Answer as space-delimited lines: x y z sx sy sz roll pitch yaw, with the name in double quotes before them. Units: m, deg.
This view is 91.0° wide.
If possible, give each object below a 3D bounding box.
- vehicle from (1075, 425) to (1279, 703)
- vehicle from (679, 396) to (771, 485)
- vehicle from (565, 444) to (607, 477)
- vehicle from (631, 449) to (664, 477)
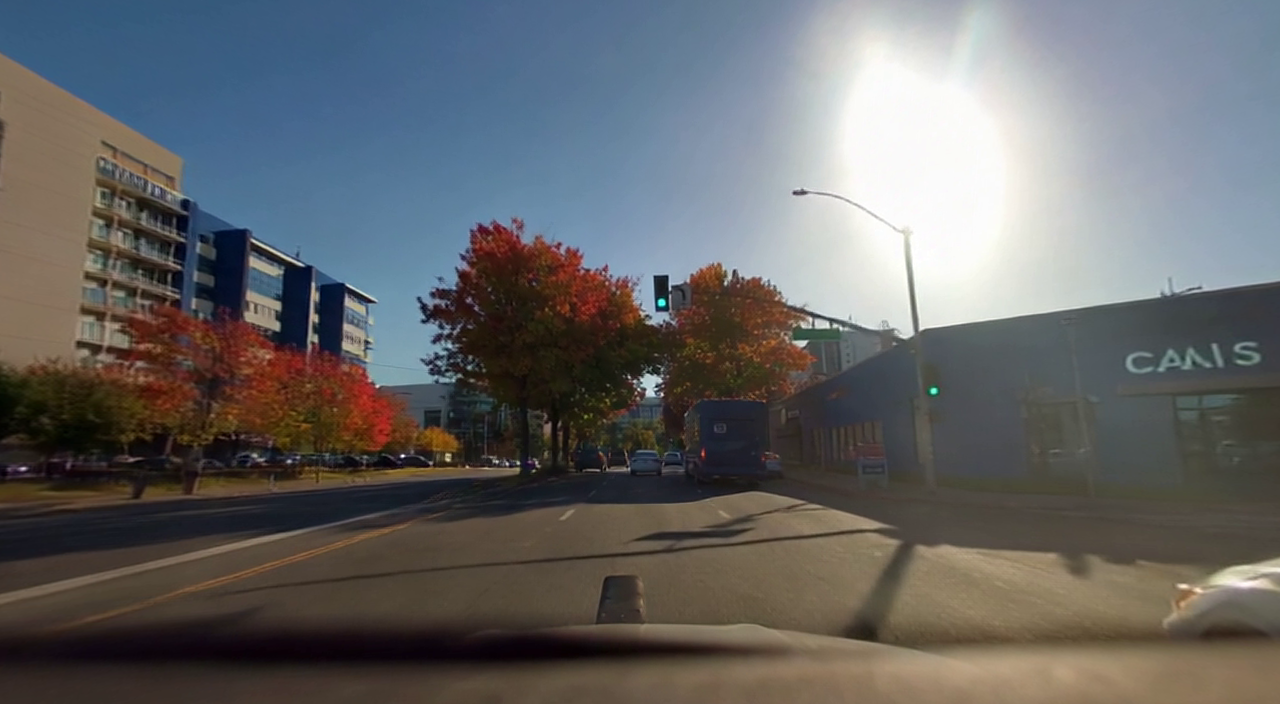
"vehicle" 3.745 0.848 1.497 1.915 1.449 4.970 -1 -9 1
"vehicle" 3.885 4.513 31.797 3.003 3.680 10.684 0 -9 -1
"vehicle" -3.218 6.618 38.551 2.035 1.867 4.607 -1 -9 1
"vehicle" 0.428 6.658 37.939 1.846 1.528 4.348 -1 -9 0
